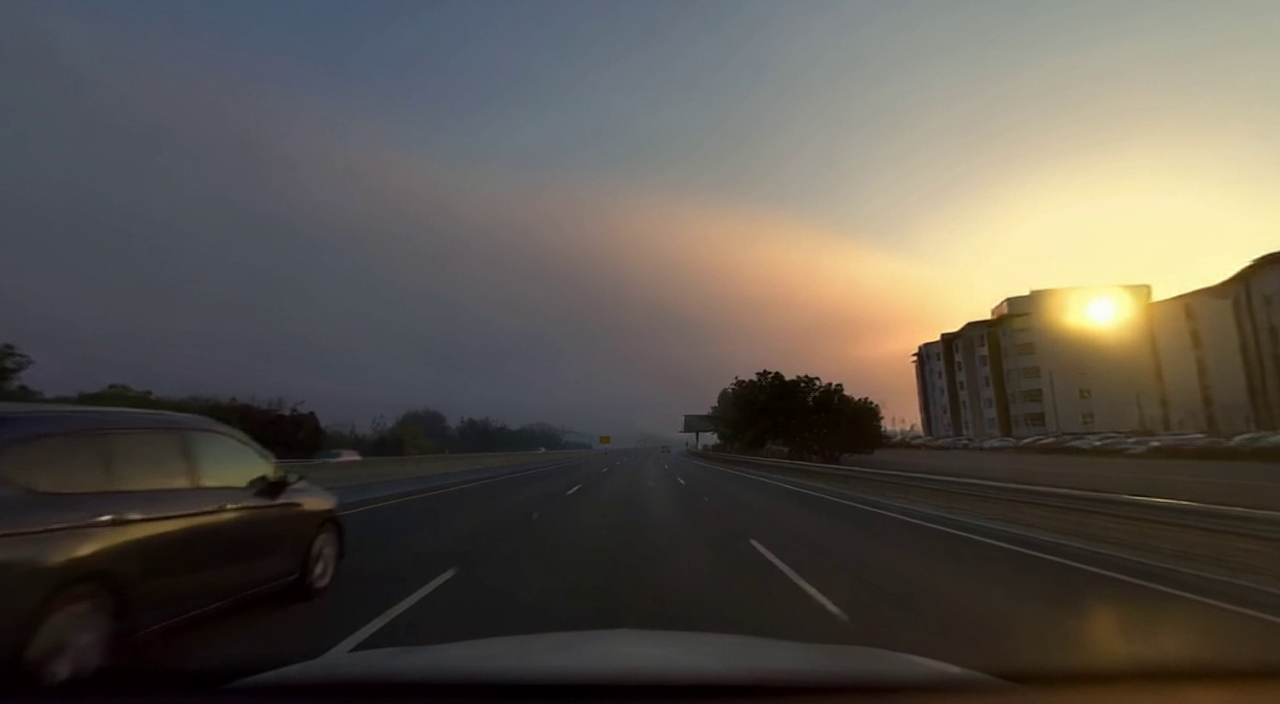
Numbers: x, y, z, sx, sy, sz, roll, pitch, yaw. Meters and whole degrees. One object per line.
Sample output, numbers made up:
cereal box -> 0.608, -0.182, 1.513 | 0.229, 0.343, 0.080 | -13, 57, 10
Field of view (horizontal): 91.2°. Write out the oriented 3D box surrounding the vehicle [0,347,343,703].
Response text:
vehicle -> -3.749, 0.871, 2.886 | 2.327, 1.647, 4.908 | 0, -9, 0
